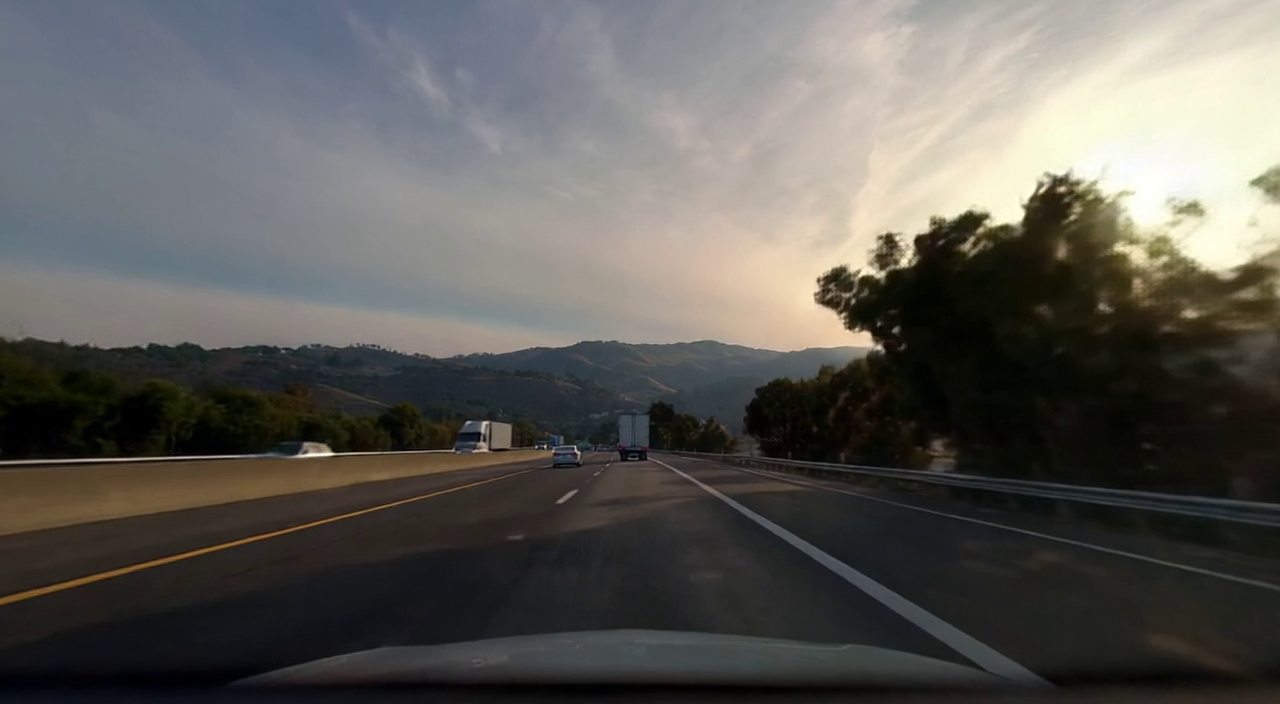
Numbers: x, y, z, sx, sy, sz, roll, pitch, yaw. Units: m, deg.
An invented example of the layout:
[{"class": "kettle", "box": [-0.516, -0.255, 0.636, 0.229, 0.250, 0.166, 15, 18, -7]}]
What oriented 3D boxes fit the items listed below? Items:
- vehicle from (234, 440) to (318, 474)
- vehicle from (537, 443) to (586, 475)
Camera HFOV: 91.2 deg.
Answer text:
[{"class": "vehicle", "box": [-17.340, 5.020, 30.058, 1.784, 1.501, 3.719, 0, -9, 0]}, {"class": "vehicle", "box": [-4.075, 5.646, 33.281, 2.057, 1.519, 4.372, 0, -9, 0]}]
